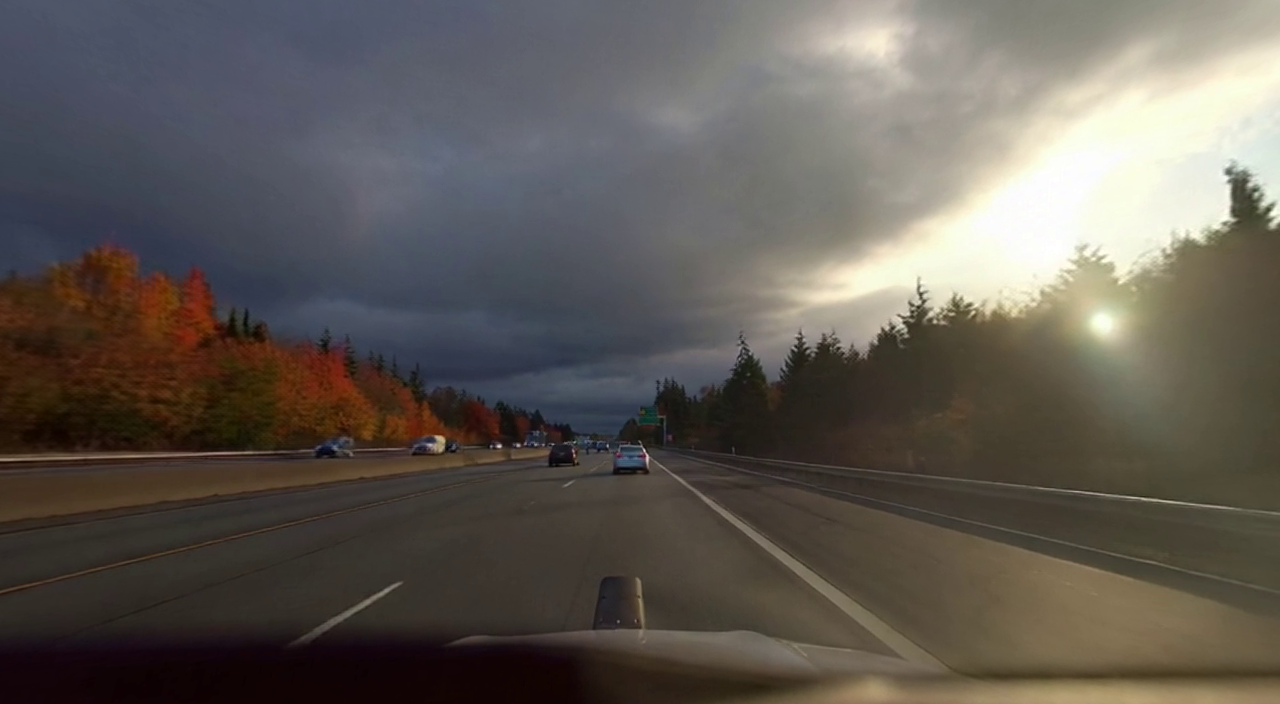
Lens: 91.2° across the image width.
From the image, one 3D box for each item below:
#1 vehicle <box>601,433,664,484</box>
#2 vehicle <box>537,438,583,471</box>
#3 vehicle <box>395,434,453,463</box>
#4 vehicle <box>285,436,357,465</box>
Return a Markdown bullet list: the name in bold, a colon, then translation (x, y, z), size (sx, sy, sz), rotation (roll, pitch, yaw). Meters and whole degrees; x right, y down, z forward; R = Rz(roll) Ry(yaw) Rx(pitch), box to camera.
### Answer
- **vehicle**: translation (-0.276, 3.863, 22.992), size (2.115, 1.661, 4.049), rotation (0, -9, 0)
- **vehicle**: translation (-4.460, 5.818, 35.610), size (1.974, 1.688, 4.727), rotation (-1, -9, 0)
- **vehicle**: translation (-13.292, 6.003, 38.850), size (1.995, 1.636, 4.605), rotation (-1, -9, 0)
- **vehicle**: translation (-18.502, 5.736, 36.565), size (1.873, 1.586, 4.367), rotation (-1, -9, 0)
